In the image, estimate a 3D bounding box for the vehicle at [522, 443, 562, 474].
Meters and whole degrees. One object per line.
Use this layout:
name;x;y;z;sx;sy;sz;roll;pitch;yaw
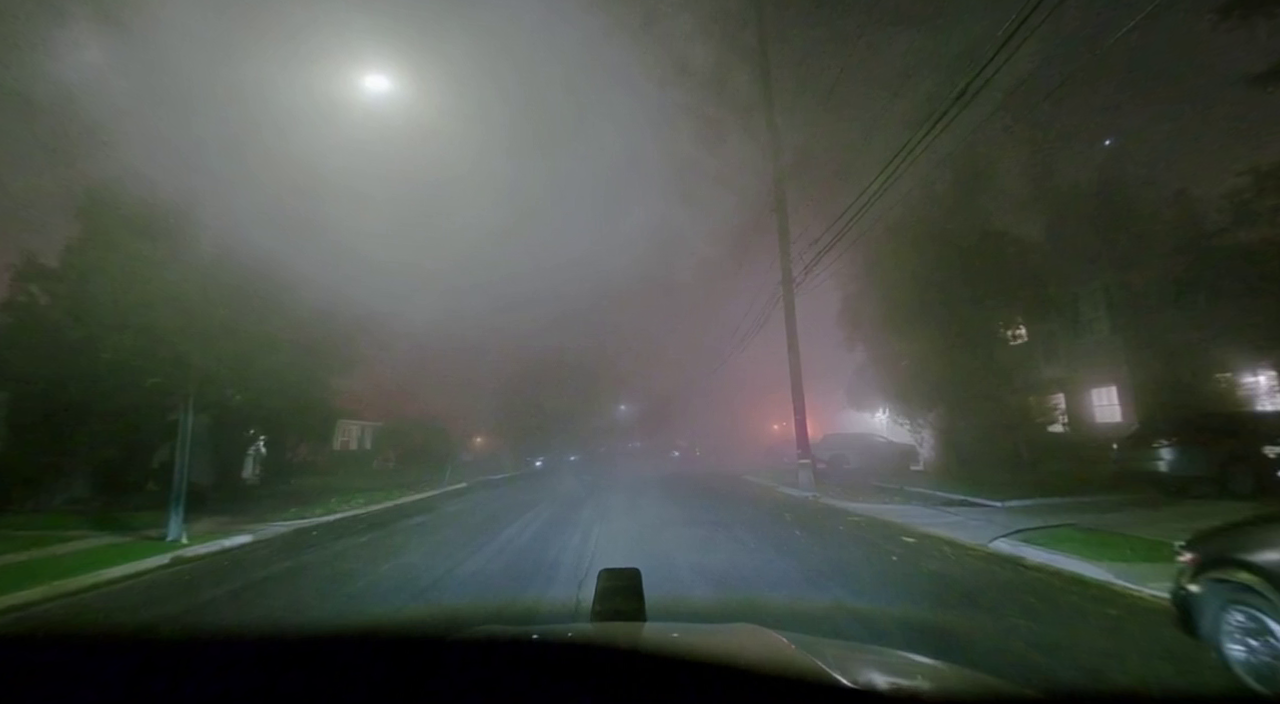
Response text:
vehicle;-6.336;6.878;41.183;2.035;1.736;3.955;-2;-7;-1

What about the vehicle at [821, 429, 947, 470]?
vehicle;10.923;4.407;28.608;4.782;1.748;2.106;0;-9;1

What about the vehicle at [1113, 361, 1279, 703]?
vehicle;3.523;0.640;1.021;2.054;1.638;4.489;0;-8;1
